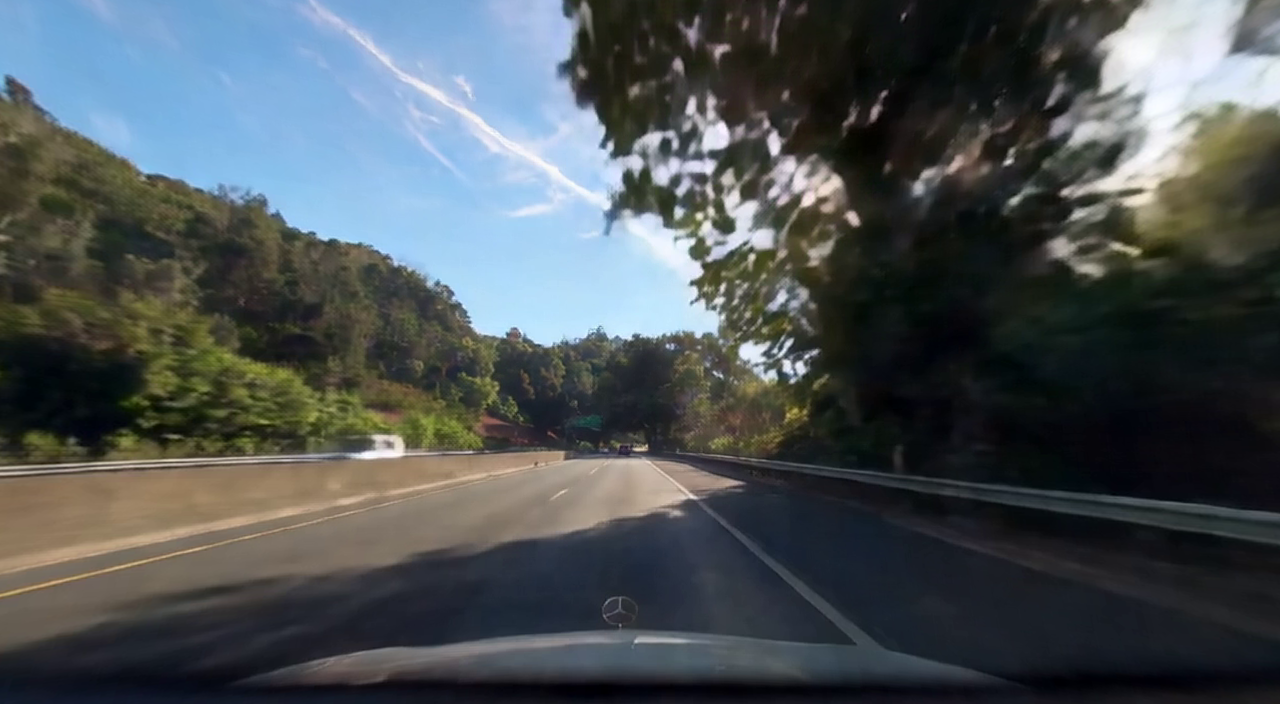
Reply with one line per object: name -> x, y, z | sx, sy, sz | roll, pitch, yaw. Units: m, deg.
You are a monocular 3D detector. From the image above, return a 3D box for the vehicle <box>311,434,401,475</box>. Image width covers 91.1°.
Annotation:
vehicle -> -11.992, 4.338, 26.808 | 1.917, 1.560, 4.168 | 0, -8, -1
